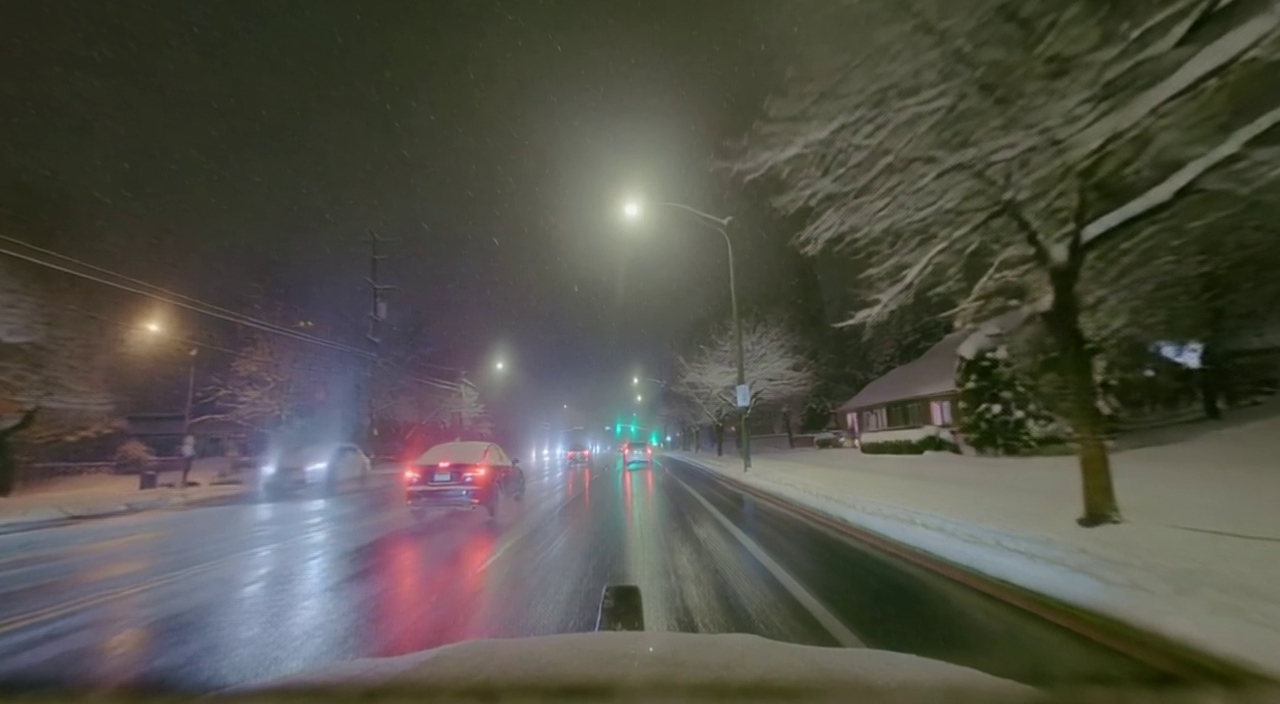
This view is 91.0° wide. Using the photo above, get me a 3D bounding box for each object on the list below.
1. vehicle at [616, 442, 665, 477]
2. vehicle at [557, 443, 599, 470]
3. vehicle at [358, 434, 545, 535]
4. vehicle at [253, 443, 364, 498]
[{"bbox_3d":[0.009,4.805,28.382,2.065,1.456,4.099,0,-9,0],"label":"vehicle"},{"bbox_3d":[-3.623,6.223,37.491,2.114,1.500,3.912,0,-9,0],"label":"vehicle"},{"bbox_3d":[-3.117,2.290,11.531,2.030,1.467,4.403,0,-9,0],"label":"vehicle"},{"bbox_3d":[-12.950,4.607,24.964,2.028,1.820,4.525,-4,-9,-1],"label":"vehicle"}]
